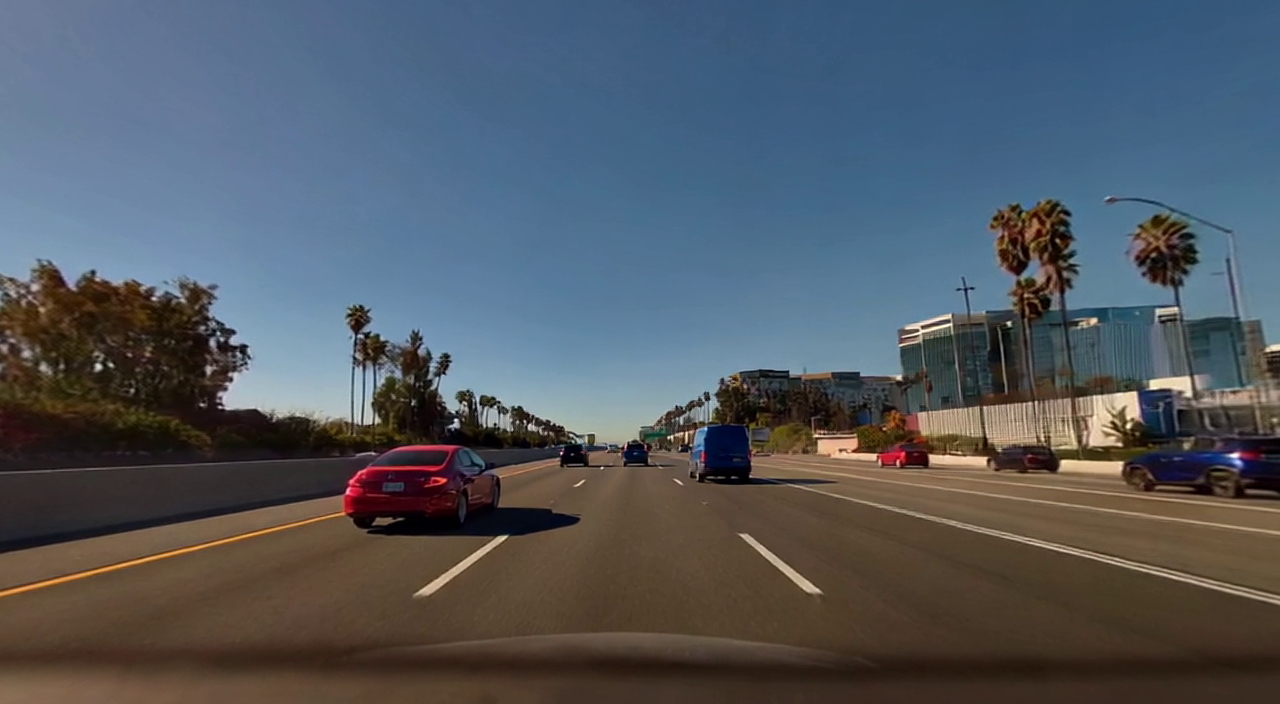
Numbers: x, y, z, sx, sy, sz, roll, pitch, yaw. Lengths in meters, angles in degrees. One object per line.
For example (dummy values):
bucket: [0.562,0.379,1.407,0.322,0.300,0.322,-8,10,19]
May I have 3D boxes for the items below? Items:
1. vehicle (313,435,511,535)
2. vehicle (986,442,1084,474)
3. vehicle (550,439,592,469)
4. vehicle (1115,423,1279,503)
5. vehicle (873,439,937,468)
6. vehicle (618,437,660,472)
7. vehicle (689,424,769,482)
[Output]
vehicle: [-3.848,2.321,11.649,1.991,1.469,4.381,0,-9,0]
vehicle: [19.792,5.318,31.945,2.020,1.483,4.779,0,-9,2]
vehicle: [-4.342,6.532,40.528,2.109,1.793,4.613,0,-9,1]
vehicle: [15.170,2.796,16.222,2.104,1.746,5.084,0,-9,2]
vehicle: [16.458,6.333,39.493,2.010,1.721,4.871,0,-9,2]
vehicle: [-0.085,5.672,35.070,2.212,1.786,4.198,0,-9,-1]
vehicle: [3.410,4.061,25.562,2.250,2.074,5.723,0,-9,-2]
